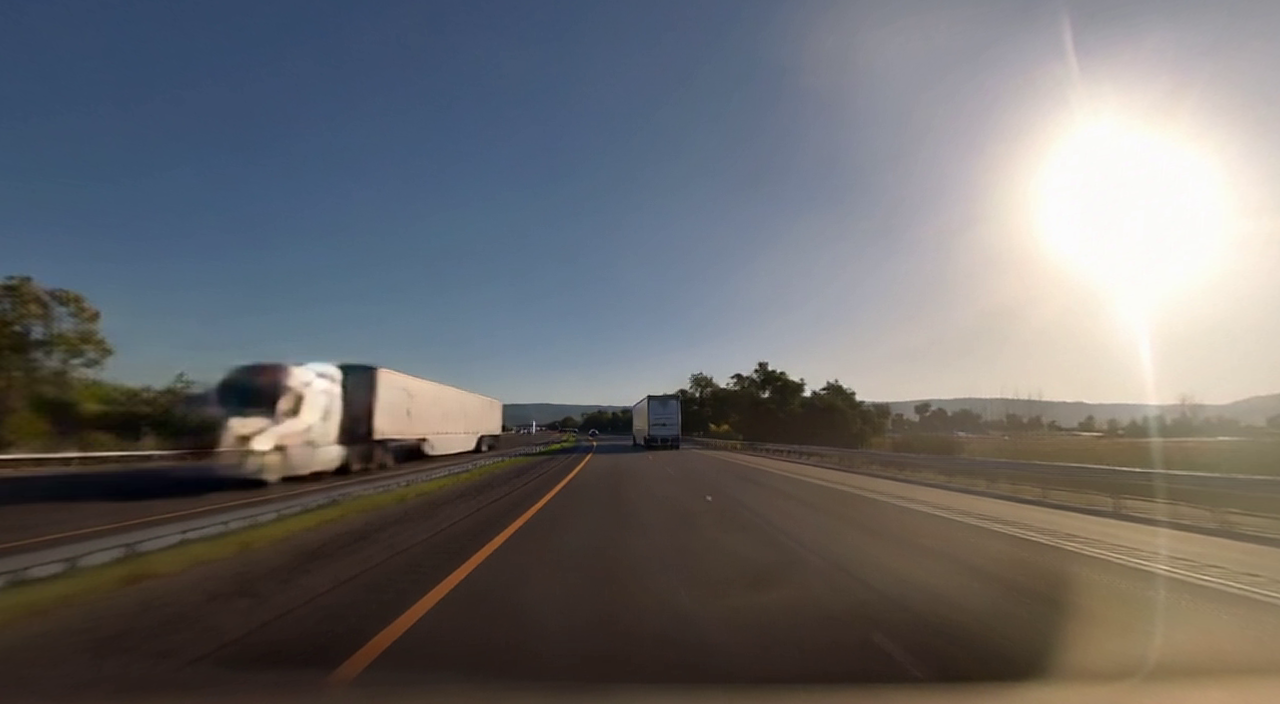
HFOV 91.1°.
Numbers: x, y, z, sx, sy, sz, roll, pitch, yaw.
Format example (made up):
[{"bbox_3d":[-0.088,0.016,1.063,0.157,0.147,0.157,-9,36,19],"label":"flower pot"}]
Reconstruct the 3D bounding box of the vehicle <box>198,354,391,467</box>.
[{"bbox_3d":[-12.067,2.288,23.083,2.809,3.434,7.669,0,-8,-2],"label":"vehicle"}]
